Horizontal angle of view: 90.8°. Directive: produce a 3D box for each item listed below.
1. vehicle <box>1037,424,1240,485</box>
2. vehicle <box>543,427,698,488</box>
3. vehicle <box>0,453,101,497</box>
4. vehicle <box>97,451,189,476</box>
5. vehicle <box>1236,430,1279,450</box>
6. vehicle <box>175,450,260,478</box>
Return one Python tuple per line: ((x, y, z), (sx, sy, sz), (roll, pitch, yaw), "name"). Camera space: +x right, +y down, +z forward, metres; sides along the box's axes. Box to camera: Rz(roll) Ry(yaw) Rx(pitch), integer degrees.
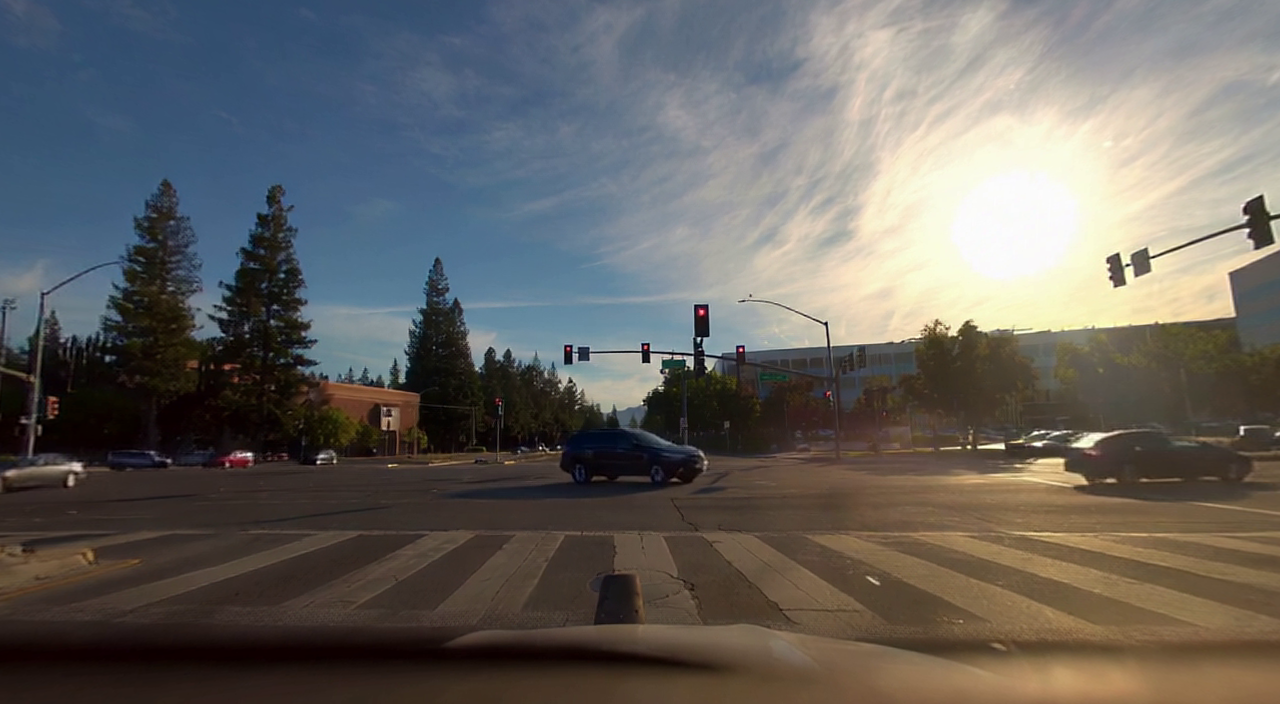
((14.392, 2.976, 18.447), (4.180, 1.678, 1.982), (0, -9, -1), "vehicle")
((-0.764, 3.803, 23.007), (5.310, 1.972, 2.223), (-6, -10, 34), "vehicle")
((-23.224, 4.546, 23.676), (1.909, 1.473, 4.571), (0, -9, 1), "vehicle")
((-38.339, 8.652, 48.999), (5.034, 1.827, 2.901), (7, -11, -28), "vehicle")
((45.659, 6.302, 45.219), (1.786, 1.412, 4.330), (0, -9, 0), "vehicle")
((-26.655, 7.064, 40.066), (2.135, 1.637, 4.582), (0, -9, 1), "vehicle")
